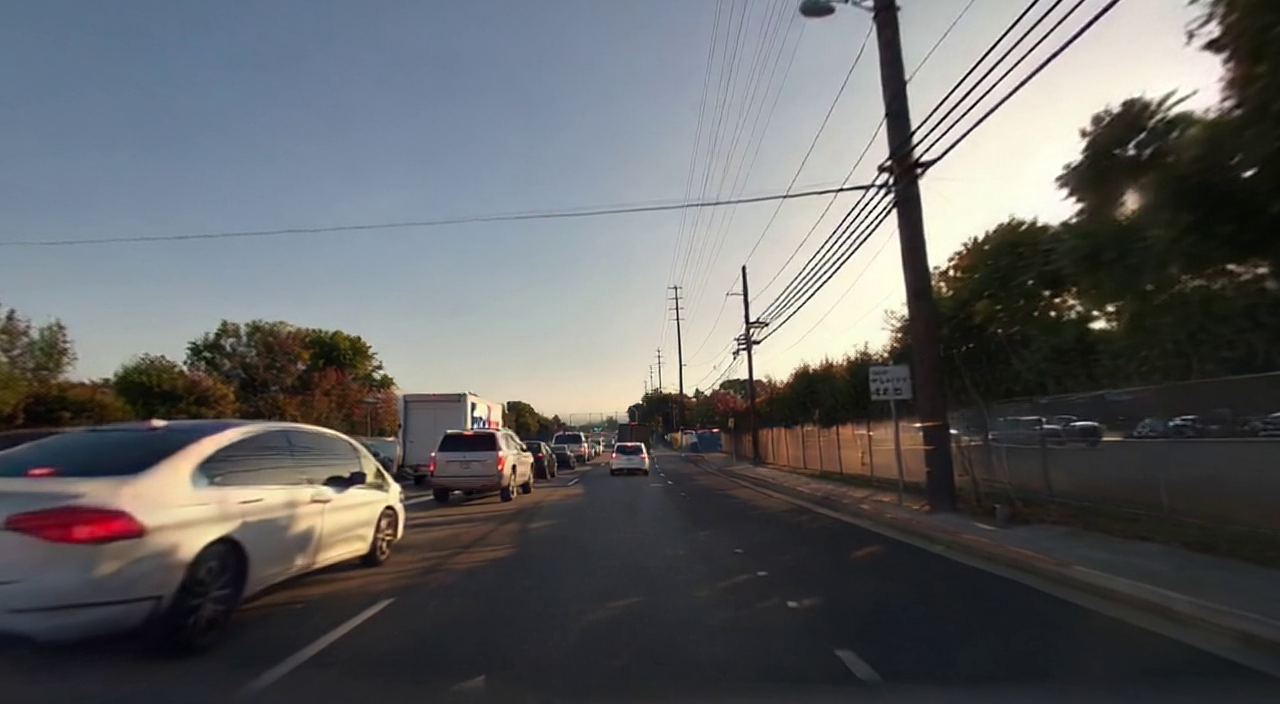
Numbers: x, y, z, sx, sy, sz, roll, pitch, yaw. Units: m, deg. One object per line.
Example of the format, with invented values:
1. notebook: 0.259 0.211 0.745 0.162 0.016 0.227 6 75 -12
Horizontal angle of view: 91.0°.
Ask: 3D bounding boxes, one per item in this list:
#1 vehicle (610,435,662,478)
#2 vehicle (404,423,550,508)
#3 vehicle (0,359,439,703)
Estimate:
1. vehicle: -0.203 4.417 26.890 2.055 1.671 4.147 0 -8 -1
2. vehicle: -3.843 2.789 15.955 2.263 1.803 4.868 0 -8 2
3. vehicle: -3.416 1.213 4.847 2.057 1.673 4.934 0 -8 1
